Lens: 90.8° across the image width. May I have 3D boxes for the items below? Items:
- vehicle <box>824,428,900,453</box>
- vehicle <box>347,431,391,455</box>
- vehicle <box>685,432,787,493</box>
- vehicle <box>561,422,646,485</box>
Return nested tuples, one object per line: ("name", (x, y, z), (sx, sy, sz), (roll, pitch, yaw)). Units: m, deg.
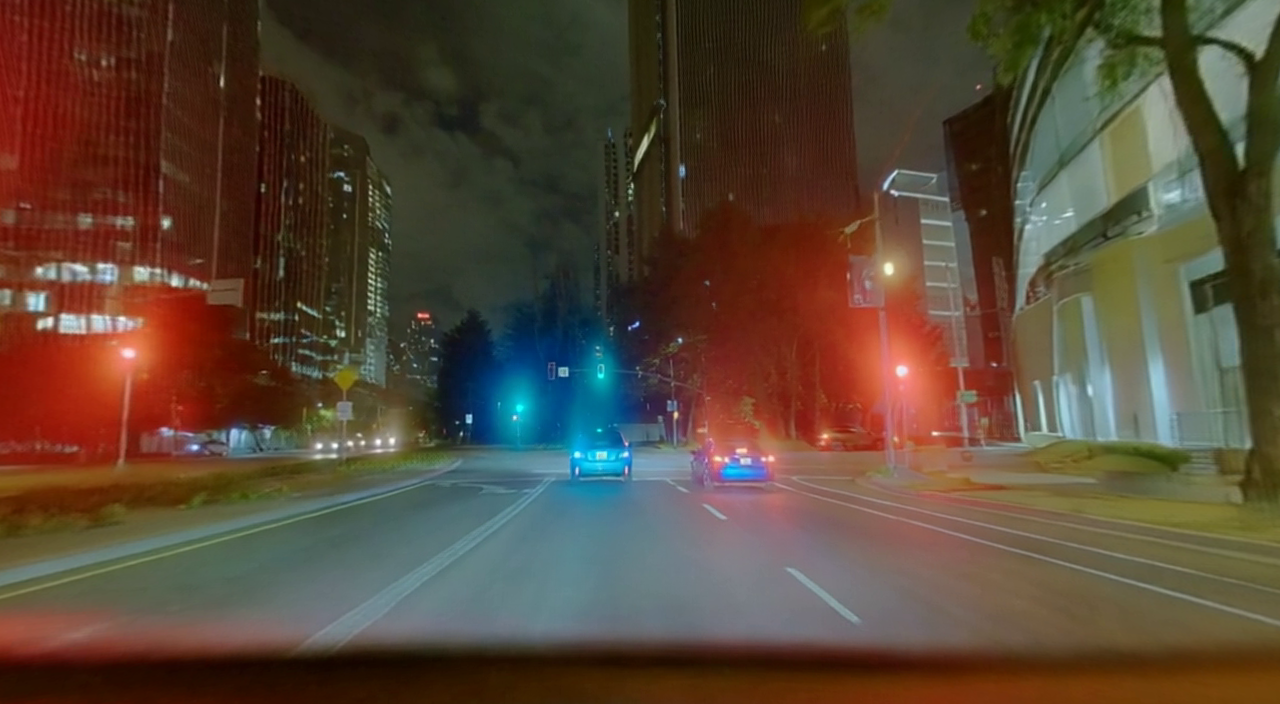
("vehicle", (16.636, 6.659, 47.479), (5.023, 1.756, 2.001), (-1, -9, 8))
("vehicle", (-20.989, 7.077, 49.123), (2.207, 1.765, 4.569), (2, -9, -11))
("vehicle", (2.494, 3.026, 17.633), (1.918, 1.479, 4.468), (1, -9, -3))
("vehicle", (-1.192, 3.111, 19.559), (2.317, 1.713, 4.231), (1, -9, -5))
